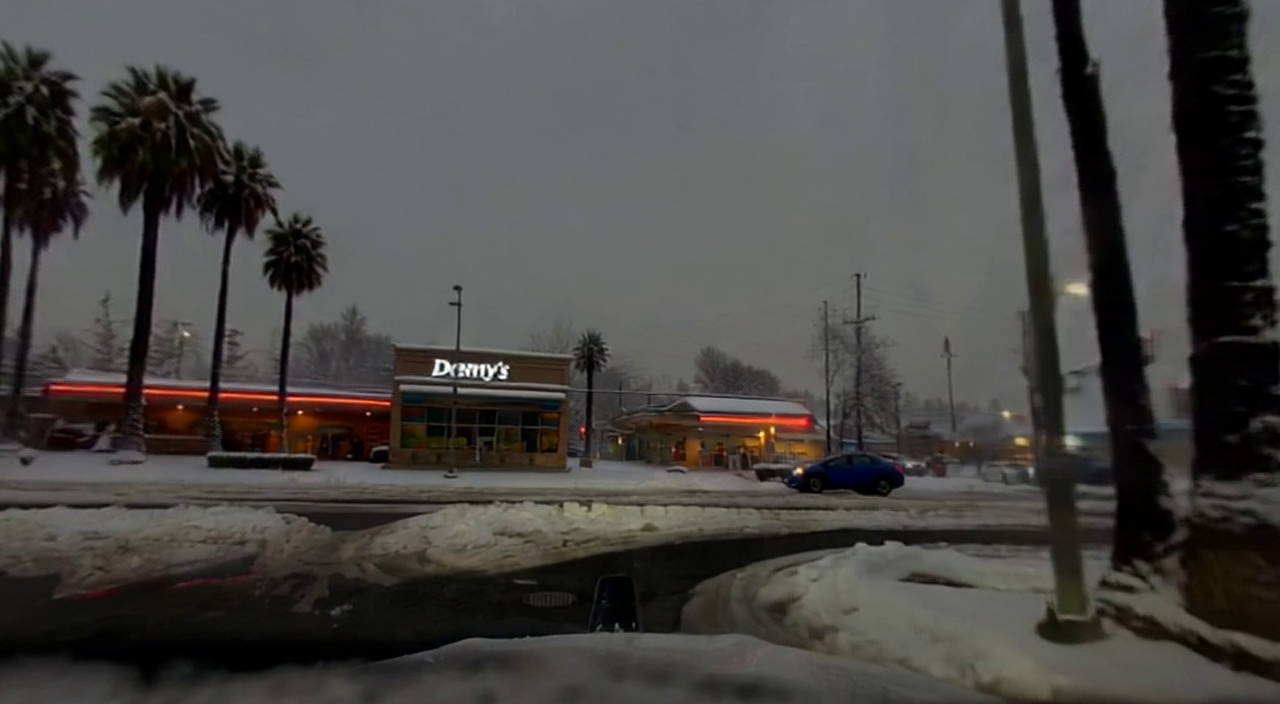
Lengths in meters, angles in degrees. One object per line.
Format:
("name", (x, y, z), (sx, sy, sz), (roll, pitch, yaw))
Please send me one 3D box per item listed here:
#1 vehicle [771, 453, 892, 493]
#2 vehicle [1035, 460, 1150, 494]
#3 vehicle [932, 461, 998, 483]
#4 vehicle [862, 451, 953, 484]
("vehicle", (8.036, 5.101, 26.679), (4.570, 1.480, 1.873), (3, -8, -11))
("vehicle", (29.393, 8.104, 41.331), (2.490, 1.958, 5.823), (4, -10, -12))
("vehicle", (24.856, 9.195, 48.539), (2.074, 1.480, 4.369), (4, -10, -14))
("vehicle", (16.682, 7.194, 39.470), (4.880, 1.754, 2.202), (2, -4, -14))
